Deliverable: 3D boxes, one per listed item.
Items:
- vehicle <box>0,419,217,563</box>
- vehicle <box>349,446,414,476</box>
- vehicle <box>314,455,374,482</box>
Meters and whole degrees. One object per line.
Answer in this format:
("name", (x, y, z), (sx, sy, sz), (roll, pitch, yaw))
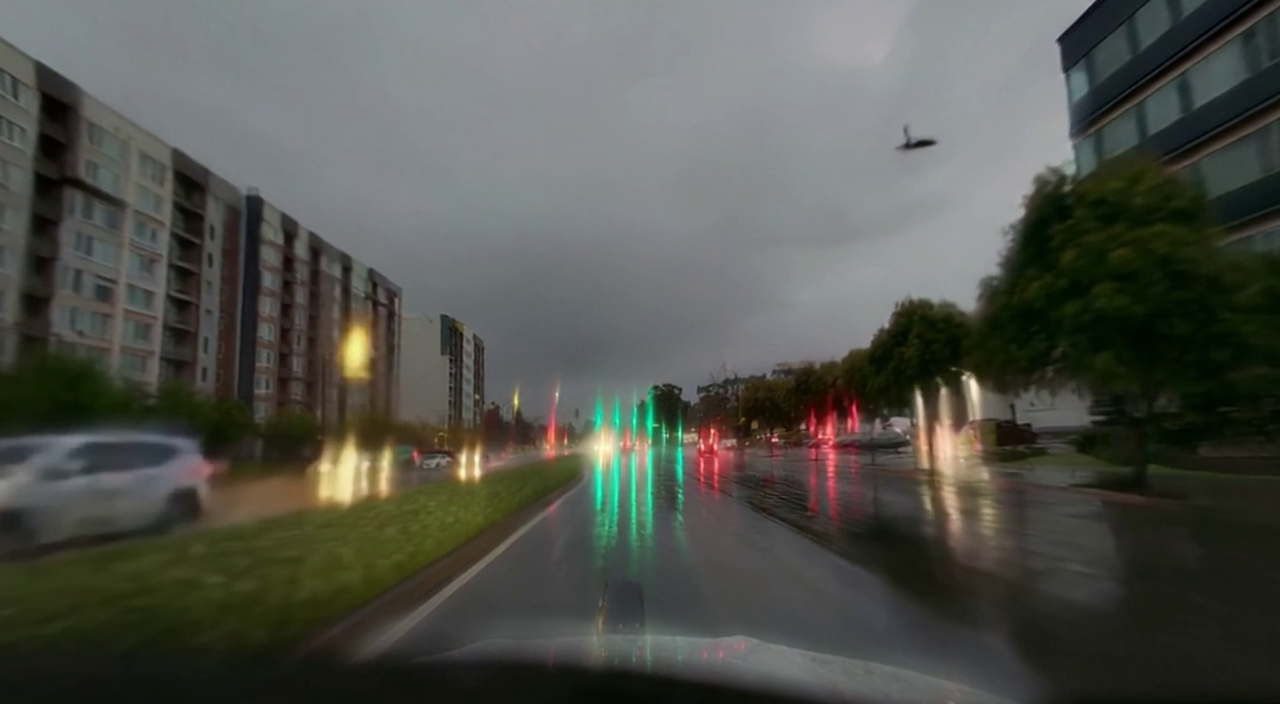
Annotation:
("vehicle", (-8.990, 1.972, 9.472), (2.002, 1.780, 4.687), (0, -9, 0))
("vehicle", (-19.489, 8.244, 48.040), (2.373, 2.077, 6.457), (0, -9, -2))
("vehicle", (-19.332, 7.630, 41.488), (1.869, 1.606, 4.617), (0, -9, -2))
